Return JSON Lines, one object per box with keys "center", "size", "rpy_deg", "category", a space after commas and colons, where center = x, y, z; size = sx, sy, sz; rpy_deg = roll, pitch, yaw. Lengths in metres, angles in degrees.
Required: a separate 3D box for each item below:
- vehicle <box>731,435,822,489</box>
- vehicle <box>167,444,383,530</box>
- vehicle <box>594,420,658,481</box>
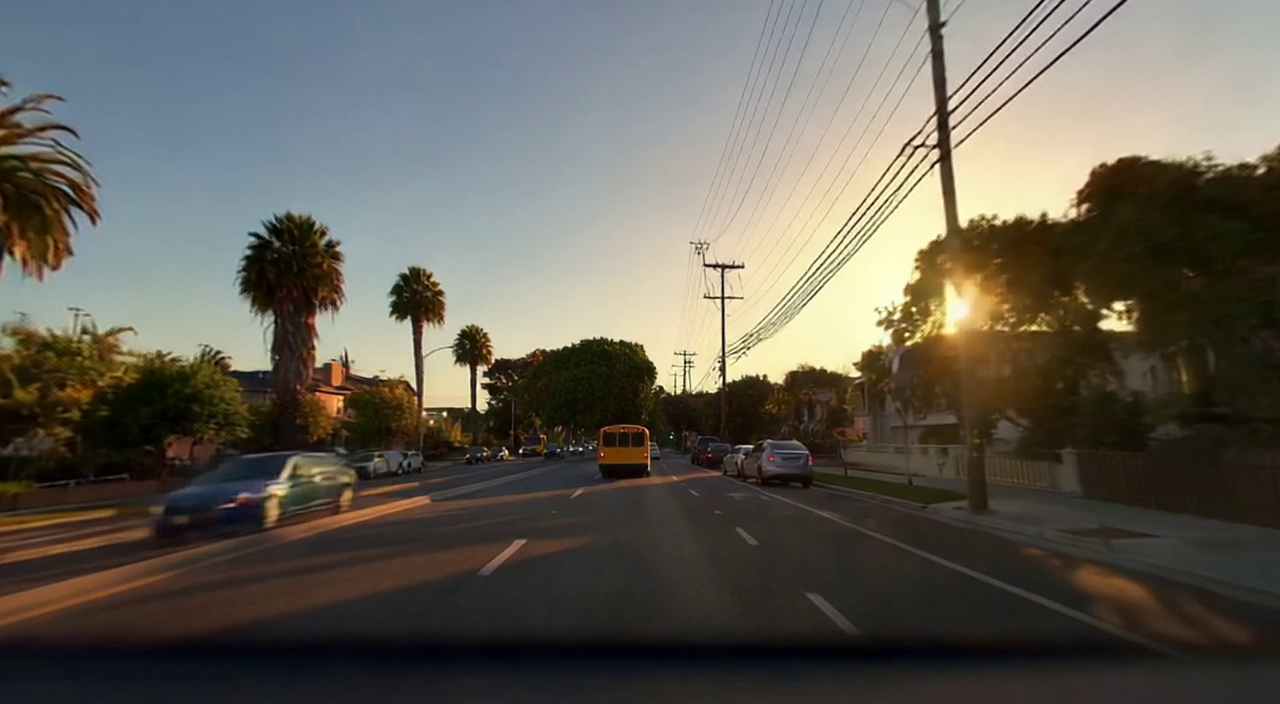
{"center": [4.289, 3.514, 20.493], "size": [1.946, 1.530, 4.240], "rpy_deg": [0, -8, -1], "category": "vehicle"}
{"center": [-7.143, 2.630, 13.012], "size": [1.844, 1.453, 4.414], "rpy_deg": [0, -8, 0], "category": "vehicle"}
{"center": [-0.617, 3.669, 23.715], "size": [2.168, 2.040, 4.527], "rpy_deg": [0, -8, -3], "category": "vehicle"}
